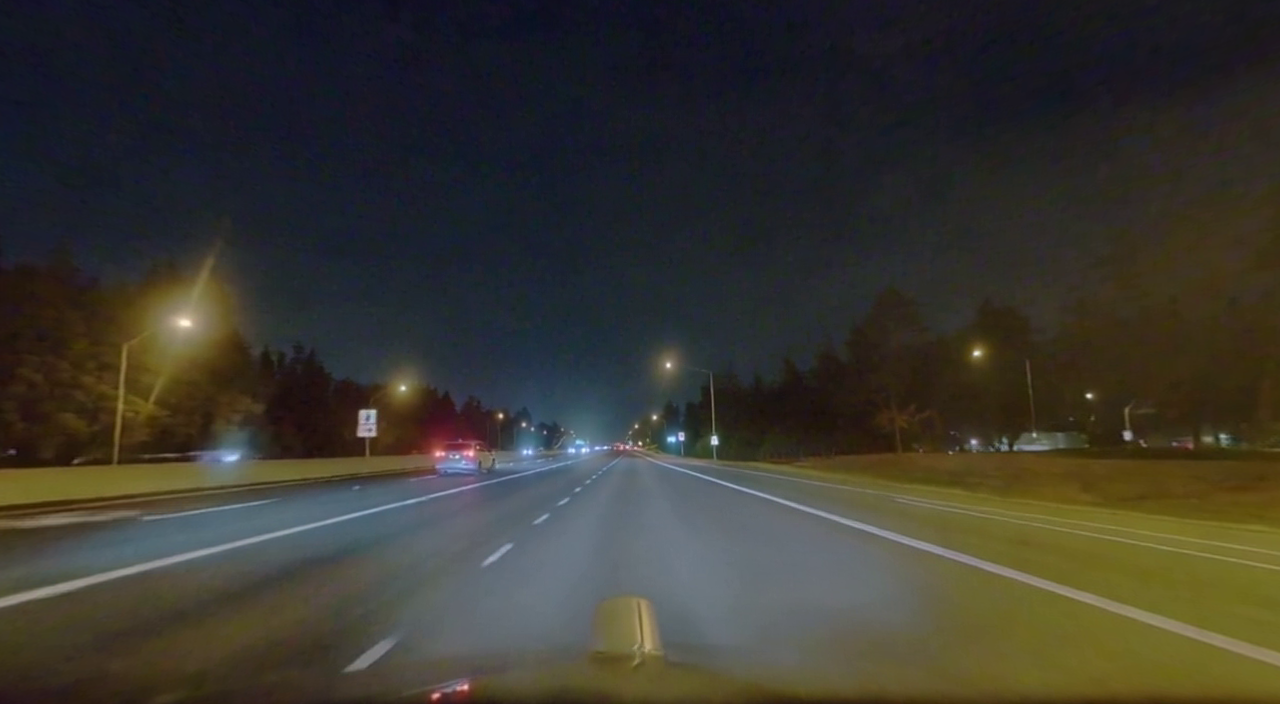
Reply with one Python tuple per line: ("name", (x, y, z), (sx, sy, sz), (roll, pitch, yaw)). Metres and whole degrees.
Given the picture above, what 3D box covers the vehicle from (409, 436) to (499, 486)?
("vehicle", (-7.416, 4.402, 25.818), (2.231, 1.807, 4.758), (0, -9, 0))
